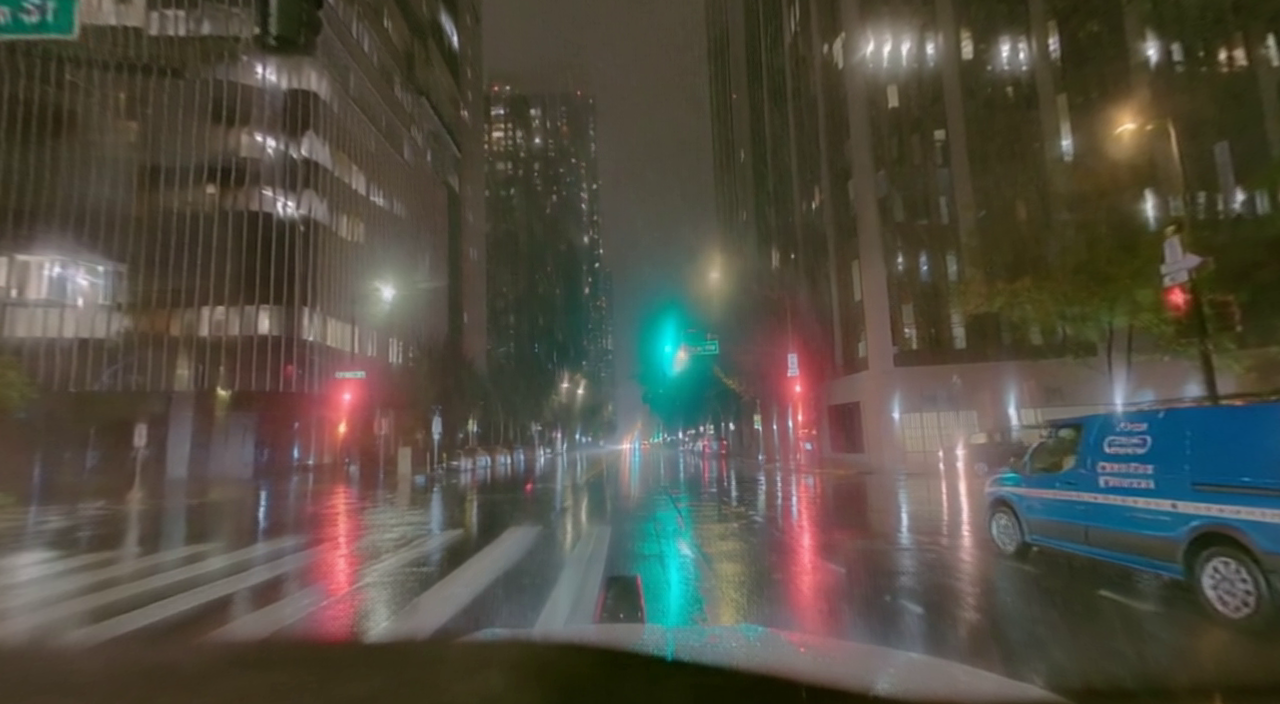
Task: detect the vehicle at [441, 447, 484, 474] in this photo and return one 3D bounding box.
[{"bbox_3d":[-12.419,7.568,44.456,1.935,1.639,4.244,-3,-8,-2],"label":"vehicle"}]

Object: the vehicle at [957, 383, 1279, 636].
[{"bbox_3d":[5.577,1.399,6.362,2.070,1.804,4.881,0,-8,-2],"label":"vehicle"}]
